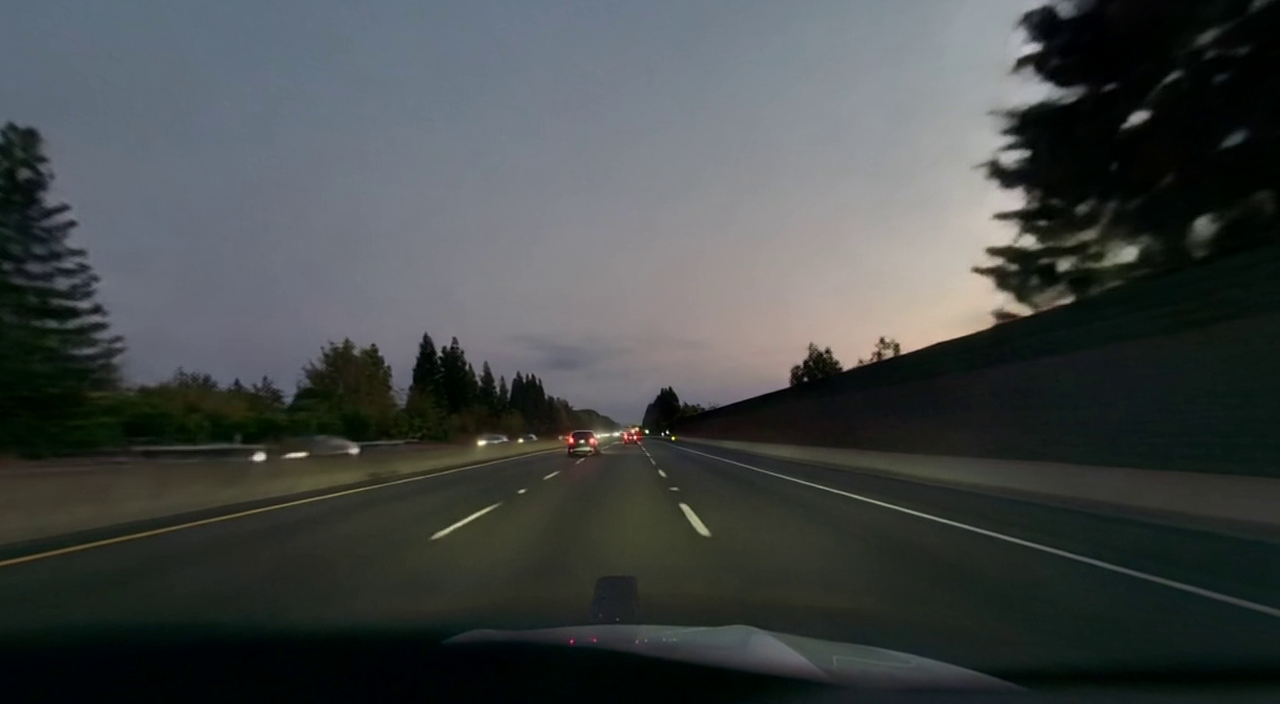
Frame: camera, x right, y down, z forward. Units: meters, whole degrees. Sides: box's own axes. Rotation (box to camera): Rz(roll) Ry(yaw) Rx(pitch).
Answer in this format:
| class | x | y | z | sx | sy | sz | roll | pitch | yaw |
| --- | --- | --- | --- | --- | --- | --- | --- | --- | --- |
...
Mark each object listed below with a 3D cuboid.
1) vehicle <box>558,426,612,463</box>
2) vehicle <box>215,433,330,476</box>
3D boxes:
| class | x | y | z | sx | sy | sz | roll | pitch | yaw |
| --- | --- | --- | --- | --- | --- | --- | --- | --- | --- |
| vehicle | -2.772 | 4.763 | 32.672 | 2.306 | 1.730 | 4.606 | 0 | -8 | 1 |
| vehicle | -13.757 | 3.820 | 23.932 | 1.917 | 1.466 | 4.269 | 0 | -8 | -2 |
